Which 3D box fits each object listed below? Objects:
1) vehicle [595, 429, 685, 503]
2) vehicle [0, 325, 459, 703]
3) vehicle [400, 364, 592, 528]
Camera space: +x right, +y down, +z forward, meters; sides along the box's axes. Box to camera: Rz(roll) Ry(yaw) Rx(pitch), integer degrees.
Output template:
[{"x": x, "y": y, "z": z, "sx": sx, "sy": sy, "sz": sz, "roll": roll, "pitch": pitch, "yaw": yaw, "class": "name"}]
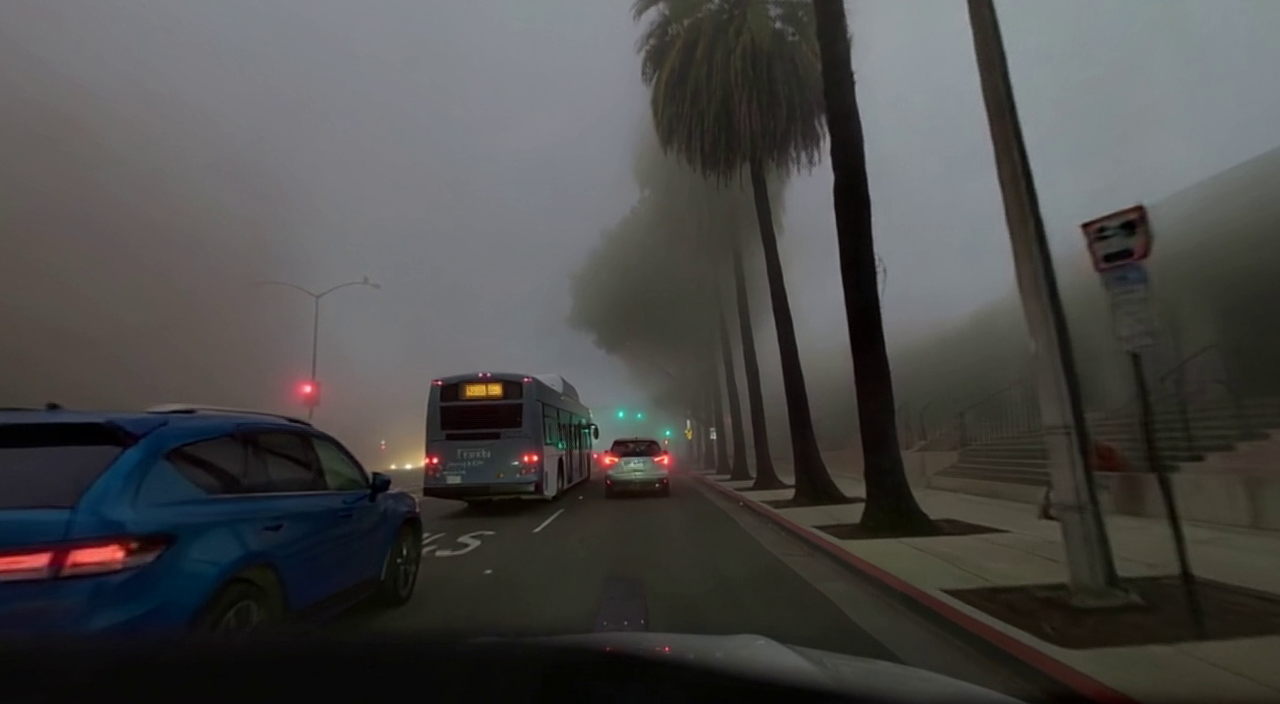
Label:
[{"x": 0.006, "y": 2.993, "z": 16.973, "sx": 2.120, "sy": 1.727, "sz": 3.917, "roll": 0, "pitch": -8, "yaw": 0, "class": "vehicle"}, {"x": -3.020, "y": 1.131, "z": 4.408, "sx": 2.124, "sy": 1.799, "sz": 4.587, "roll": 0, "pitch": -8, "yaw": 0, "class": "vehicle"}, {"x": -3.022, "y": 2.362, "z": 16.054, "sx": 2.775, "sy": 3.064, "sz": 8.297, "roll": 0, "pitch": -8, "yaw": 1, "class": "vehicle"}]
